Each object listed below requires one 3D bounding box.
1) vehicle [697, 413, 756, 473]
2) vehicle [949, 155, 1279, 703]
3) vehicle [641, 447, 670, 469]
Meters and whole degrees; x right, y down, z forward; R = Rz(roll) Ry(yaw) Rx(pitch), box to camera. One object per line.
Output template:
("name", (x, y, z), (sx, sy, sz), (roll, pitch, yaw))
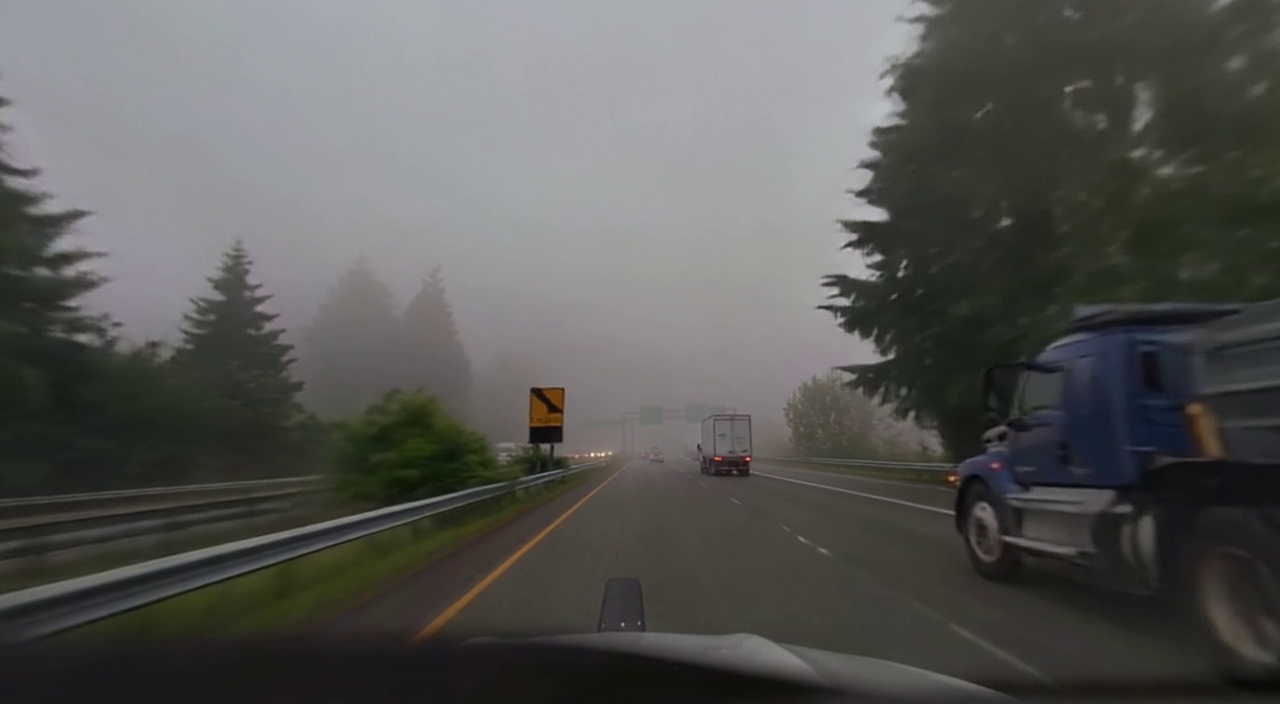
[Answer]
("vehicle", (5.206, 5.674, 39.211), (2.743, 3.367, 7.306), (0, -9, 1))
("vehicle", (4.388, 0.467, 3.140), (2.569, 2.783, 5.984), (0, -9, 0))
("vehicle", (1.127, 7.822, 46.741), (2.049, 1.500, 3.790), (0, -9, 0))
